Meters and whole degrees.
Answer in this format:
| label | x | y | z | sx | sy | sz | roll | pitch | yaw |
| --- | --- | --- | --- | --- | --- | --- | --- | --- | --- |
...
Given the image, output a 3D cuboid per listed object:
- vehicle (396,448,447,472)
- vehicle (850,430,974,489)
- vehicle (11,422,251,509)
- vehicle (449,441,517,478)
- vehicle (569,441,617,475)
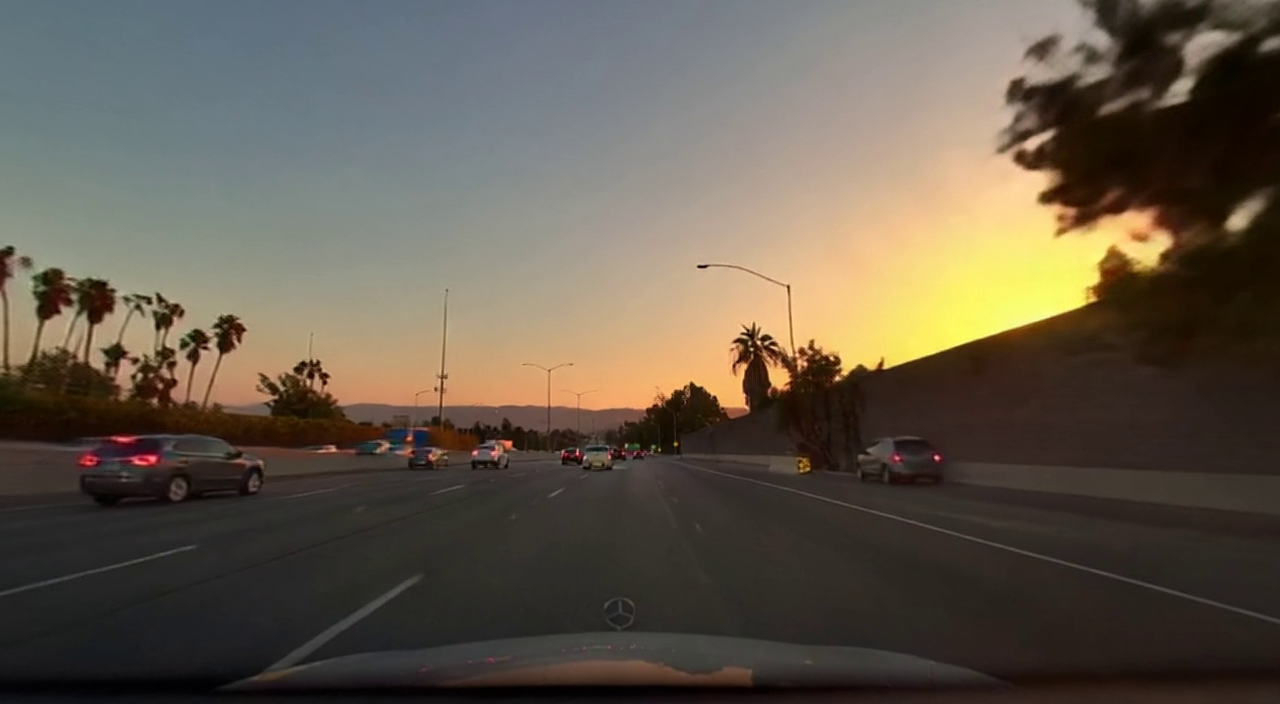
| label | x | y | z | sx | sy | sz | roll | pitch | yaw |
| --- | --- | --- | --- | --- | --- | --- | --- | --- | --- |
| vehicle | -15.444 | 7.629 | 44.897 | 1.916 | 1.610 | 4.445 | 0 | -9 | 2 |
| vehicle | 10.296 | 4.144 | 24.634 | 2.302 | 2.014 | 5.925 | 0 | -9 | 1 |
| vehicle | -12.612 | 2.858 | 16.249 | 1.986 | 1.875 | 4.902 | 0 | -9 | 1 |
| vehicle | -7.716 | 5.319 | 31.534 | 2.204 | 1.677 | 4.438 | 0 | -9 | 1 |
| vehicle | -2.418 | 5.577 | 33.496 | 2.201 | 1.672 | 4.128 | 0 | -9 | 0 |
